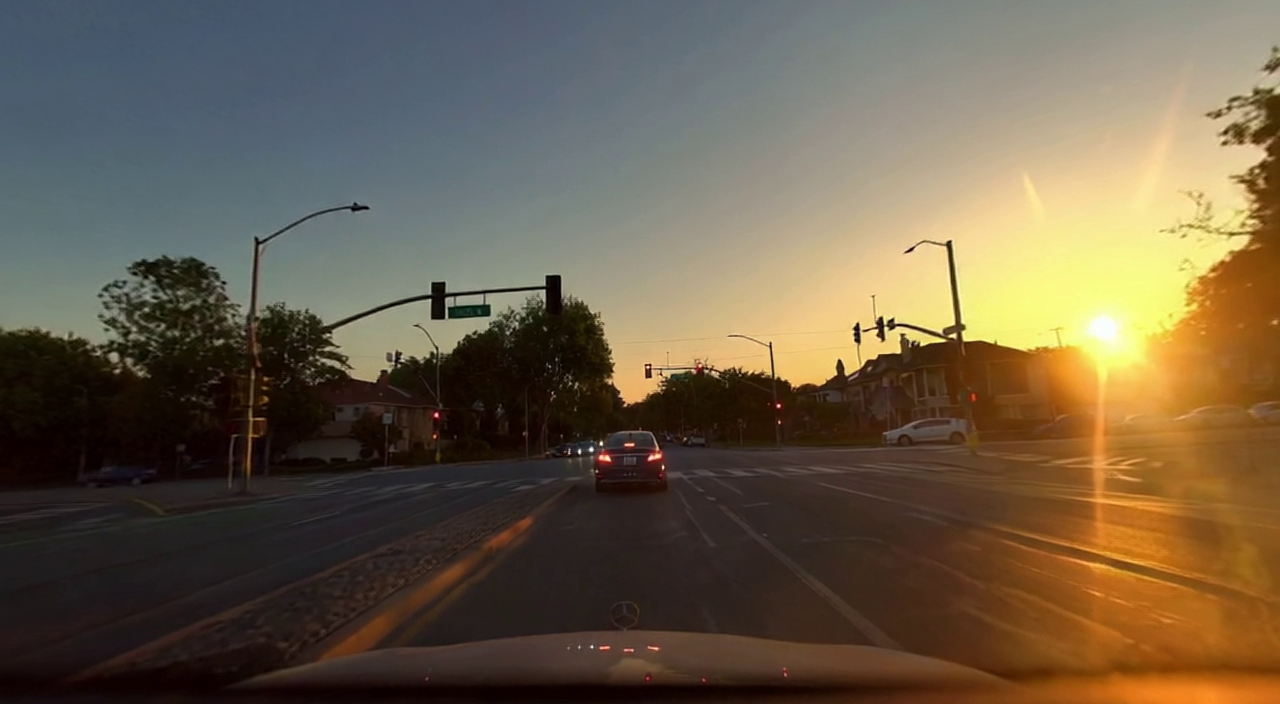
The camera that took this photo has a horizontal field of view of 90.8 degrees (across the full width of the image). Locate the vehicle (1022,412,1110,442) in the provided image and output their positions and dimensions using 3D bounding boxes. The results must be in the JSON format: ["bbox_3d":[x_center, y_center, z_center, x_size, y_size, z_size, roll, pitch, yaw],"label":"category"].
[{"bbox_3d":[28.655,5.095,42.611,4.557,1.899,1.996,1,-8,-5],"label":"vehicle"}]

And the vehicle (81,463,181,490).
[{"bbox_3d":[-35.918,8.764,44.688,5.009,1.739,2.092,1,-8,-6],"label":"vehicle"}]

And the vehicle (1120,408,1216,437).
[{"bbox_3d":[35.916,4.806,43.068,4.735,1.784,2.094,1,-7,-3],"label":"vehicle"}]

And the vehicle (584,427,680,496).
[{"bbox_3d":[-0.083,2.887,17.055,2.074,1.570,3.647,0,-8,7],"label":"vehicle"}]

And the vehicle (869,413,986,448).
[{"bbox_3d":[17.932,4.924,39.677,6.025,2.000,2.876,1,-7,-2],"label":"vehicle"}]
